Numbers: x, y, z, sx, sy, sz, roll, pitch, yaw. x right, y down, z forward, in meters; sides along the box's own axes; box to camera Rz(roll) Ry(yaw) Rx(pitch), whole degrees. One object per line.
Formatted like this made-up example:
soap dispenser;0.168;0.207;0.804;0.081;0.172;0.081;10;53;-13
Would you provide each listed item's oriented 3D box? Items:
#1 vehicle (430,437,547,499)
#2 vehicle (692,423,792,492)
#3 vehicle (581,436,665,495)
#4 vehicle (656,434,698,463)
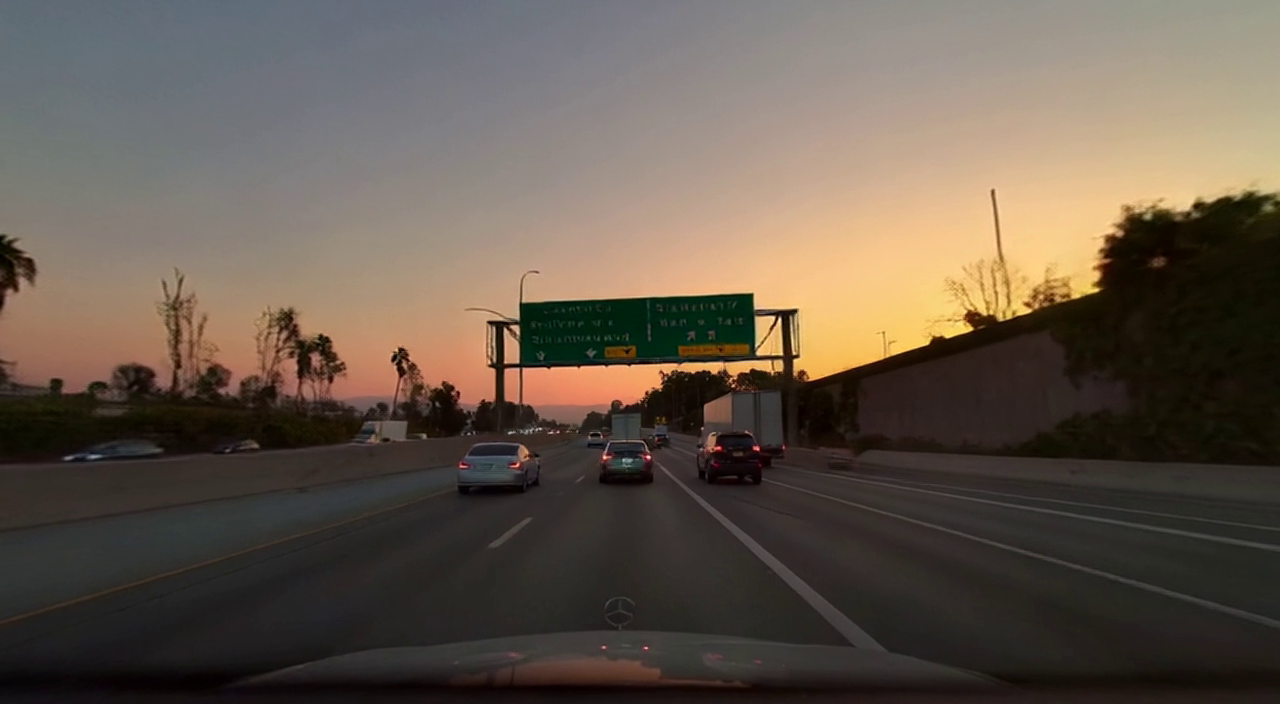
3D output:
vehicle;-3.830;3.007;16.788;1.998;1.423;4.436;0;-8;0
vehicle;2.993;3.230;19.609;2.173;1.870;4.499;0;-8;-2
vehicle;-0.456;3.166;18.000;2.136;1.470;3.971;0;-8;-1
vehicle;2.491;6.712;44.027;2.476;1.843;5.652;0;-8;-1
